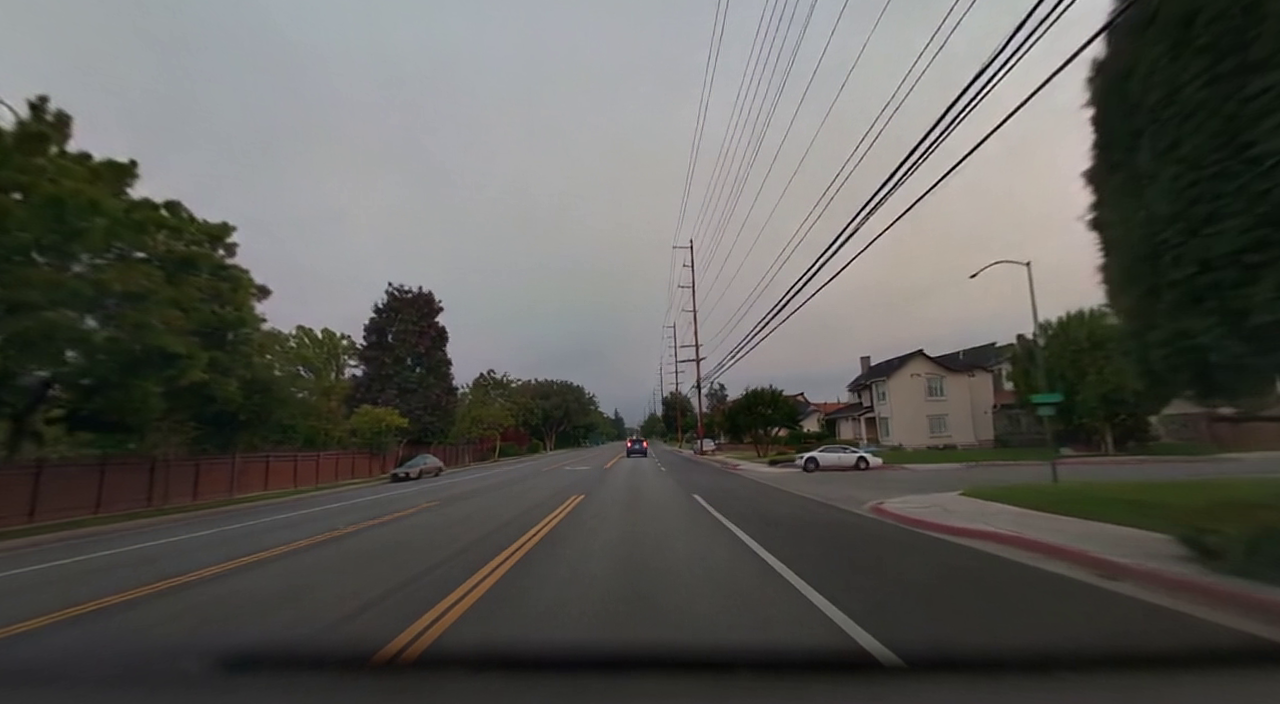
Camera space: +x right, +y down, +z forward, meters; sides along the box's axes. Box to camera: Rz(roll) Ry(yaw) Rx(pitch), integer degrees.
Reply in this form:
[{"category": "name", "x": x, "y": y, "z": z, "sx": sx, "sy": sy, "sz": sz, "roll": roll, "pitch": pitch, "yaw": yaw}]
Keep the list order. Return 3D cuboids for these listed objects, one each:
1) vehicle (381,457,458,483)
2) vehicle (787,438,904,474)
[{"category": "vehicle", "x": -12.187, "y": 6.548, "z": 35.118, "sx": 2.530, "sy": 1.265, "sz": 4.495, "roll": -1, "pitch": -8, "yaw": 2}, {"category": "vehicle", "x": 8.761, "y": 4.475, "z": 27.209, "sx": 4.487, "sy": 1.461, "sz": 1.874, "roll": -1, "pitch": -9, "yaw": 8}]
